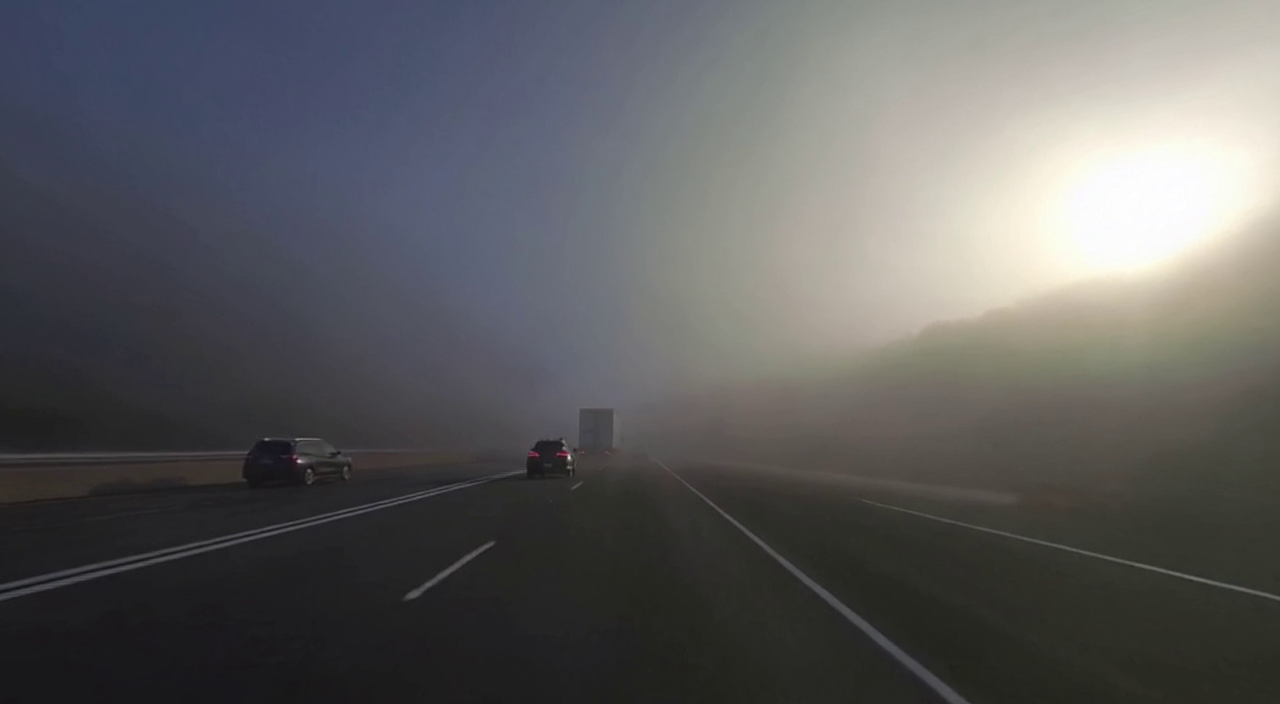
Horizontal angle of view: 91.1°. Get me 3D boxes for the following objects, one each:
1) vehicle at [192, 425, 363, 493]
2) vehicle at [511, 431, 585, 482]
[{"bbox_3d":[-11.114,3.323,19.922,2.130,1.828,5.523,0,-8,0],"label":"vehicle"},{"bbox_3d":[-3.413,3.985,24.187,2.099,1.734,4.413,0,-8,1],"label":"vehicle"}]
